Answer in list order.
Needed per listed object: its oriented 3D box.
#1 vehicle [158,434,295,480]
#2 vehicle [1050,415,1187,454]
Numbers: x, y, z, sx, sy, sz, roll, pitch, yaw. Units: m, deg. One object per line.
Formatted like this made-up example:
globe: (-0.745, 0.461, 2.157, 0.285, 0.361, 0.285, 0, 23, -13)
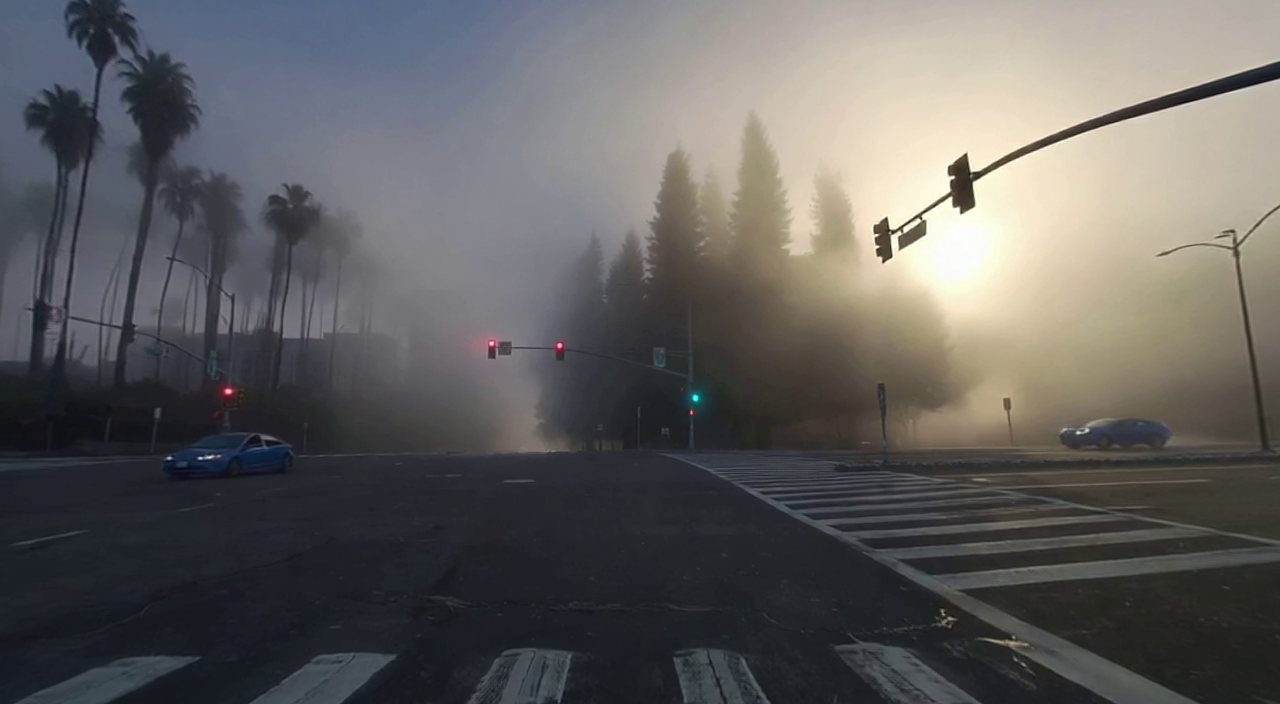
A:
vehicle: (-14.623, 3.721, 22.566, 2.042, 1.472, 4.345, 0, -8, -1)
vehicle: (22.630, 3.934, 29.823, 4.820, 1.751, 2.050, 0, -8, -1)
